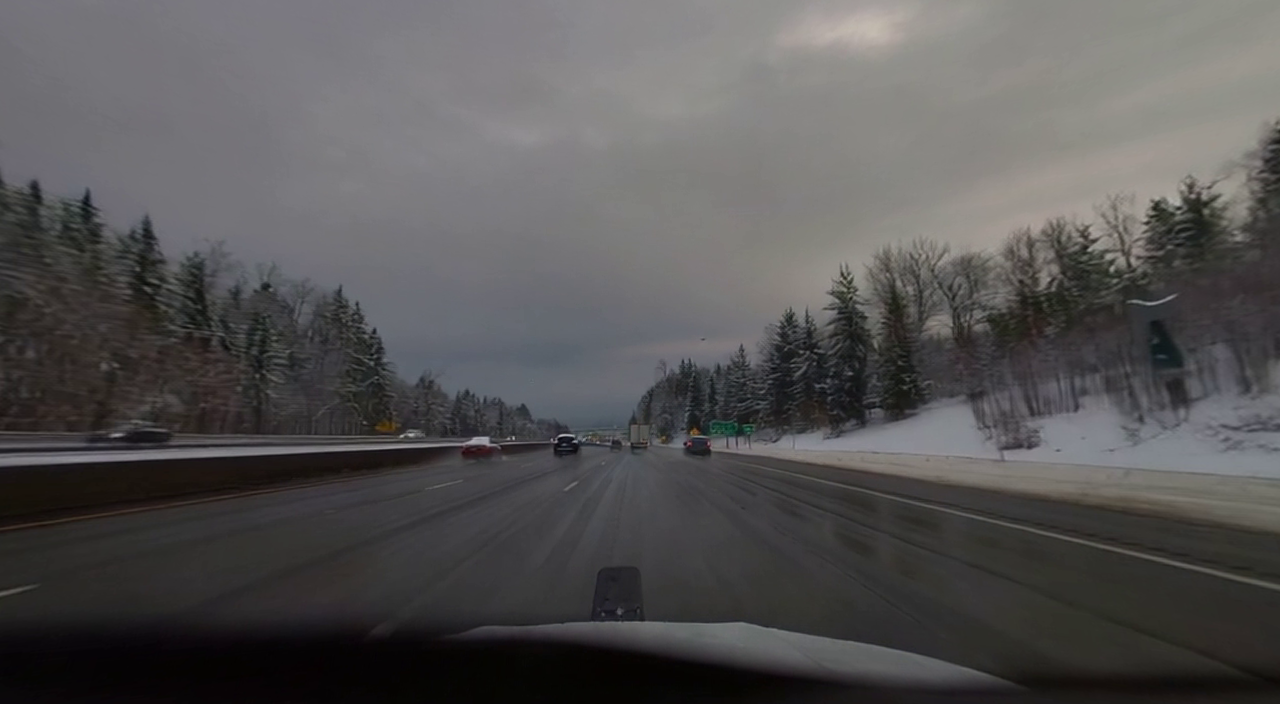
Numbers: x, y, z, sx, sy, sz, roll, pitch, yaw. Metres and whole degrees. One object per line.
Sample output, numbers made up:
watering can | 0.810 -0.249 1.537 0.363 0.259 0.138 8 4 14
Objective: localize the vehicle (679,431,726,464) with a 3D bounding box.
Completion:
vehicle | 3.338 5.226 34.511 2.053 1.698 4.097 0 -9 -1

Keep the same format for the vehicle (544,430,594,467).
vehicle | -3.479 4.831 31.559 2.002 1.680 4.301 0 -9 0

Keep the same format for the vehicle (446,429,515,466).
vehicle | -7.965 4.831 31.901 2.237 1.703 4.681 0 -9 0

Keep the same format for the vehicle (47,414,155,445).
vehicle | -27.410 4.016 32.183 1.839 1.478 4.058 0 -9 1
